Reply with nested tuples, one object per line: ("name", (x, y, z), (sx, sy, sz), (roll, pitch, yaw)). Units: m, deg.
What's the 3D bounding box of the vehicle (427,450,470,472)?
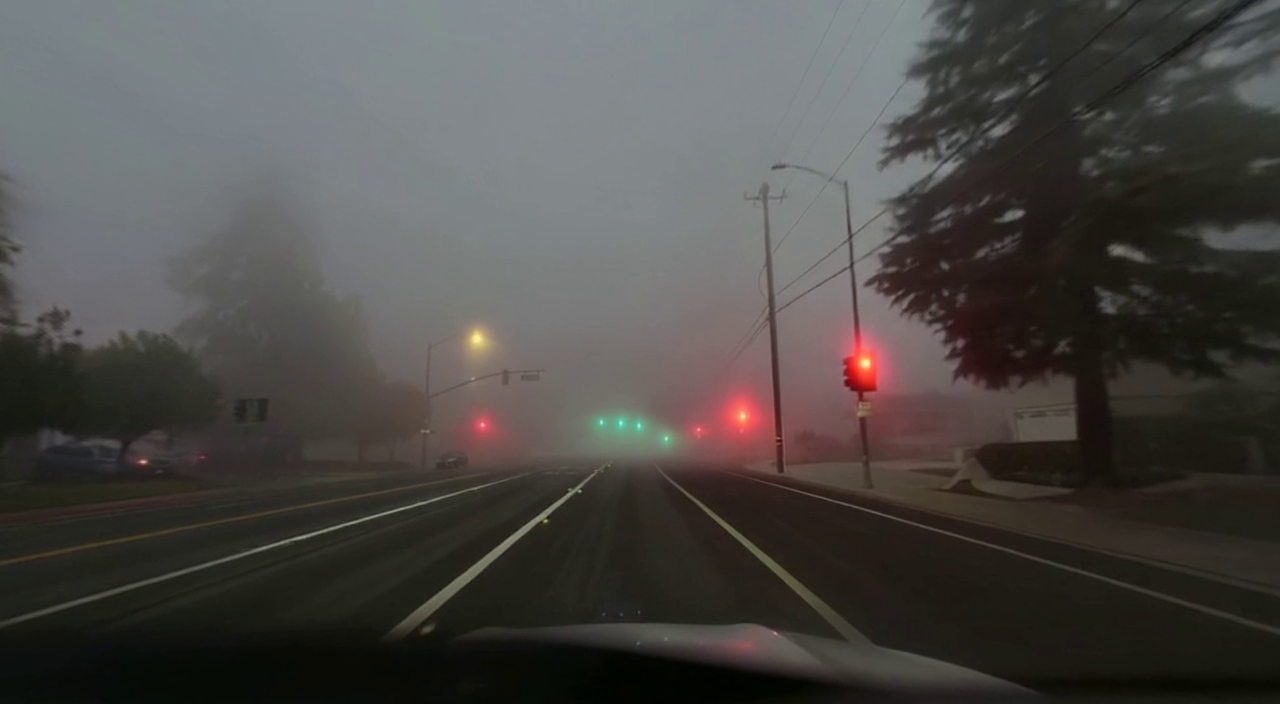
("vehicle", (-14.024, 7.969, 46.483), (1.888, 1.470, 4.282), (0, -8, 0))
